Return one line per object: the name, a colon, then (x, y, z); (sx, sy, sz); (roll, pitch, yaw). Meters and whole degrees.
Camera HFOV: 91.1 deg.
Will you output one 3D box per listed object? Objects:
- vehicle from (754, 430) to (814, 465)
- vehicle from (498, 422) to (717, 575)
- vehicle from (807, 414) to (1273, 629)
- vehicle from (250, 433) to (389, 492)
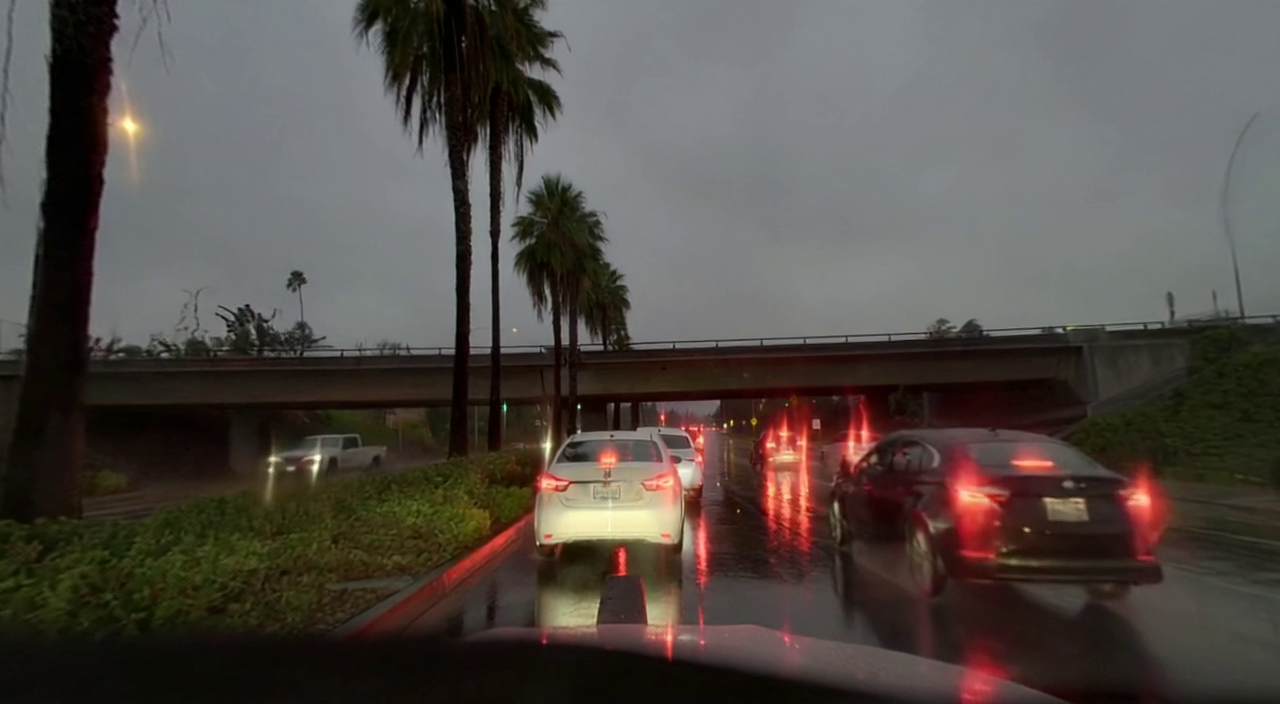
vehicle: (8.076, 5.411, 35.651); (2.242, 1.817, 4.837); (0, -9, 0)
vehicle: (-0.267, 1.758, 8.311); (2.172, 1.506, 4.018); (0, -9, 2)
vehicle: (3.500, 1.570, 6.959); (2.034, 1.517, 4.840); (0, -9, 1)
vehicle: (-12.262, 4.266, 24.652); (2.386, 1.943, 5.700); (-2, -9, 1)
